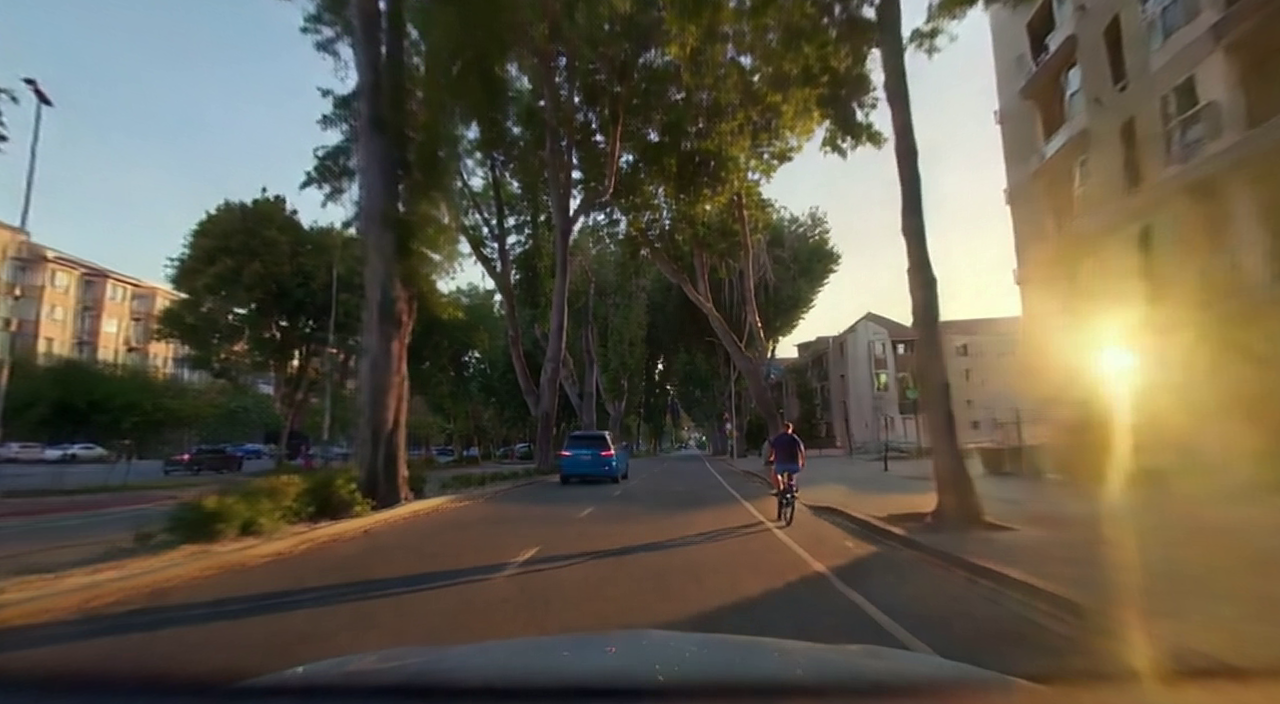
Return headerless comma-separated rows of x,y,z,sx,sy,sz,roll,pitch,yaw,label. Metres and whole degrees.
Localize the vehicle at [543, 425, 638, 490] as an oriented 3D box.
-1.461,3.458,20.987,2.294,1.859,5.127,-1,-9,5,vehicle
